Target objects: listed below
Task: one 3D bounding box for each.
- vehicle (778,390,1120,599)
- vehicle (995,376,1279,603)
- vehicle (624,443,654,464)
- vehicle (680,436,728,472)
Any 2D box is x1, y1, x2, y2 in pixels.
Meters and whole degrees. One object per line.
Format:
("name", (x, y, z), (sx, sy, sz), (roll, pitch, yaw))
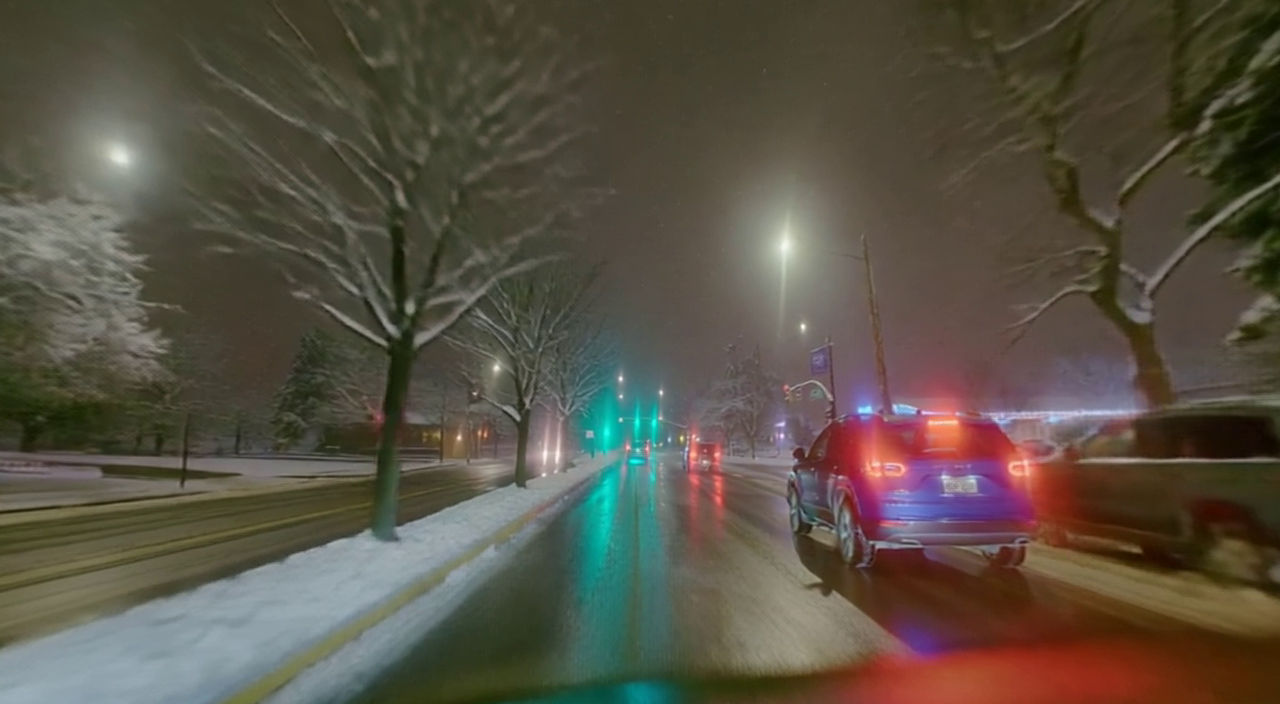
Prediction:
("vehicle", (3.268, 1.604, 7.916), (2.033, 1.865, 4.360), (0, -8, 0))
("vehicle", (7.263, 1.595, 7.835), (2.342, 2.150, 5.502), (1, -8, -1))
("vehicle", (-0.056, 7.473, 46.442), (2.131, 1.474, 4.146), (0, -8, 0))
("vehicle", (3.421, 5.581, 34.671), (2.085, 1.828, 5.383), (0, -8, 0))
